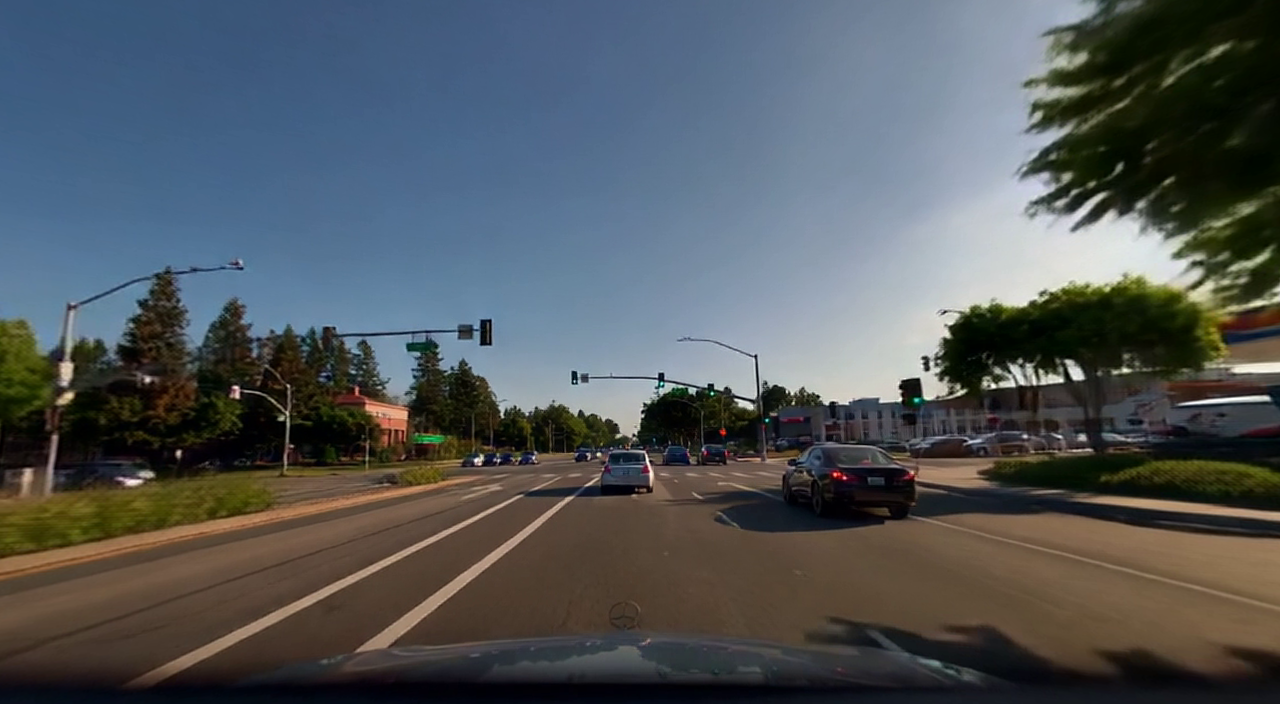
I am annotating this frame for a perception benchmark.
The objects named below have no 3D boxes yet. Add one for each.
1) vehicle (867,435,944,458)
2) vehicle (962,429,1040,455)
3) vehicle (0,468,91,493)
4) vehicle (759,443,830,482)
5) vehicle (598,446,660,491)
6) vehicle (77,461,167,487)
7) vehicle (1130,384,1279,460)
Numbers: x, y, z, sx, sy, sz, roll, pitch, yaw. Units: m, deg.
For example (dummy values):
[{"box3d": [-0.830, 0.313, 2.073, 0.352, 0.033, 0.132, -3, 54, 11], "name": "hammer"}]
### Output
[{"box3d": [20.011, 7.145, 47.734, 4.796, 1.488, 1.966, -2, -9, -1], "name": "vehicle"}, {"box3d": [27.345, 6.833, 47.881, 4.724, 1.793, 1.777, -1, -9, 0], "name": "vehicle"}, {"box3d": [-37.712, 8.124, 40.006, 4.308, 1.430, 1.824, -1, -9, 6], "name": "vehicle"}, {"box3d": [6.422, 4.636, 26.756, 1.890, 1.489, 4.396, 0, -9, 0], "name": "vehicle"}, {"box3d": [-0.373, 4.119, 22.670, 2.040, 1.451, 3.736, 0, -9, 0], "name": "vehicle"}, {"box3d": [-34.663, 8.159, 42.369, 4.287, 1.612, 1.993, 0, -9, 2], "name": "vehicle"}, {"box3d": [29.018, 3.620, 31.219, 2.940, 3.265, 7.968, 0, -9, -1], "name": "vehicle"}]
